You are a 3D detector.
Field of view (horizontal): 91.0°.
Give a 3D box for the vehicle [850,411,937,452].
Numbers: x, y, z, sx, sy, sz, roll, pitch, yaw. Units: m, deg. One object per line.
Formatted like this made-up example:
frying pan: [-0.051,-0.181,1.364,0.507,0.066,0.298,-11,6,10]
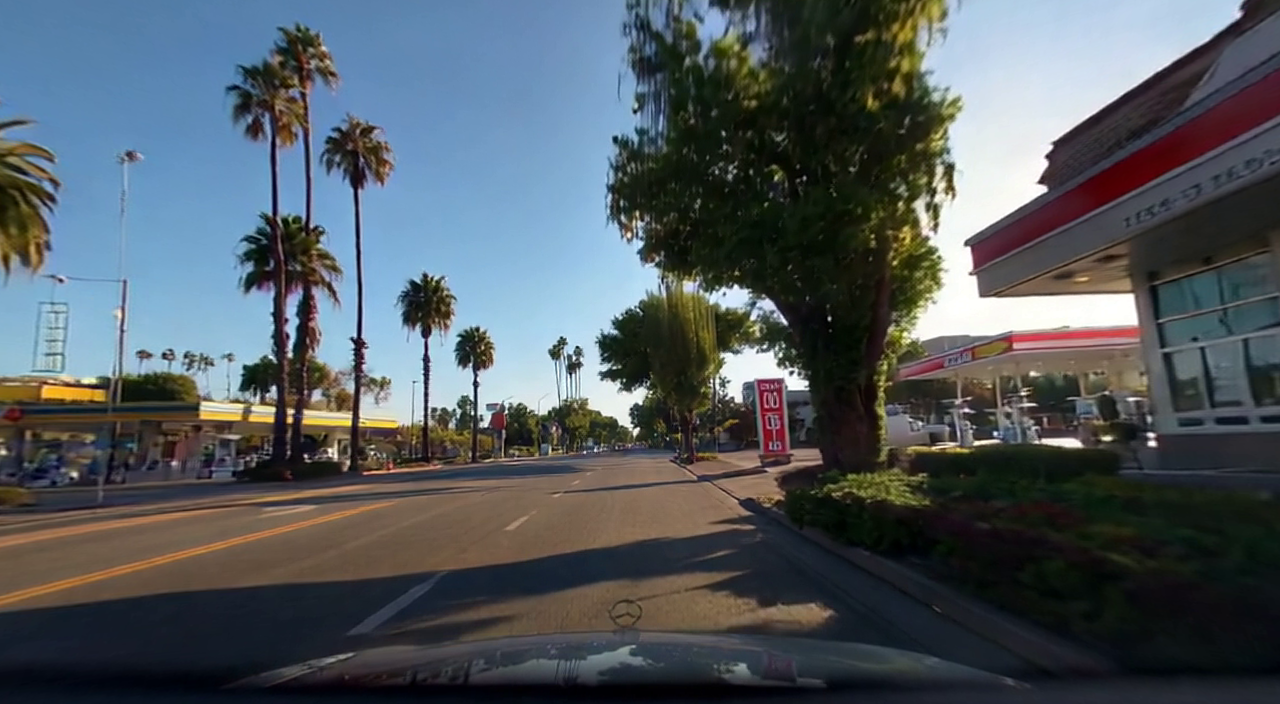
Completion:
vehicle: [16.026,5.075,39.661,5.529,2.395,2.399,6,-10,-35]
